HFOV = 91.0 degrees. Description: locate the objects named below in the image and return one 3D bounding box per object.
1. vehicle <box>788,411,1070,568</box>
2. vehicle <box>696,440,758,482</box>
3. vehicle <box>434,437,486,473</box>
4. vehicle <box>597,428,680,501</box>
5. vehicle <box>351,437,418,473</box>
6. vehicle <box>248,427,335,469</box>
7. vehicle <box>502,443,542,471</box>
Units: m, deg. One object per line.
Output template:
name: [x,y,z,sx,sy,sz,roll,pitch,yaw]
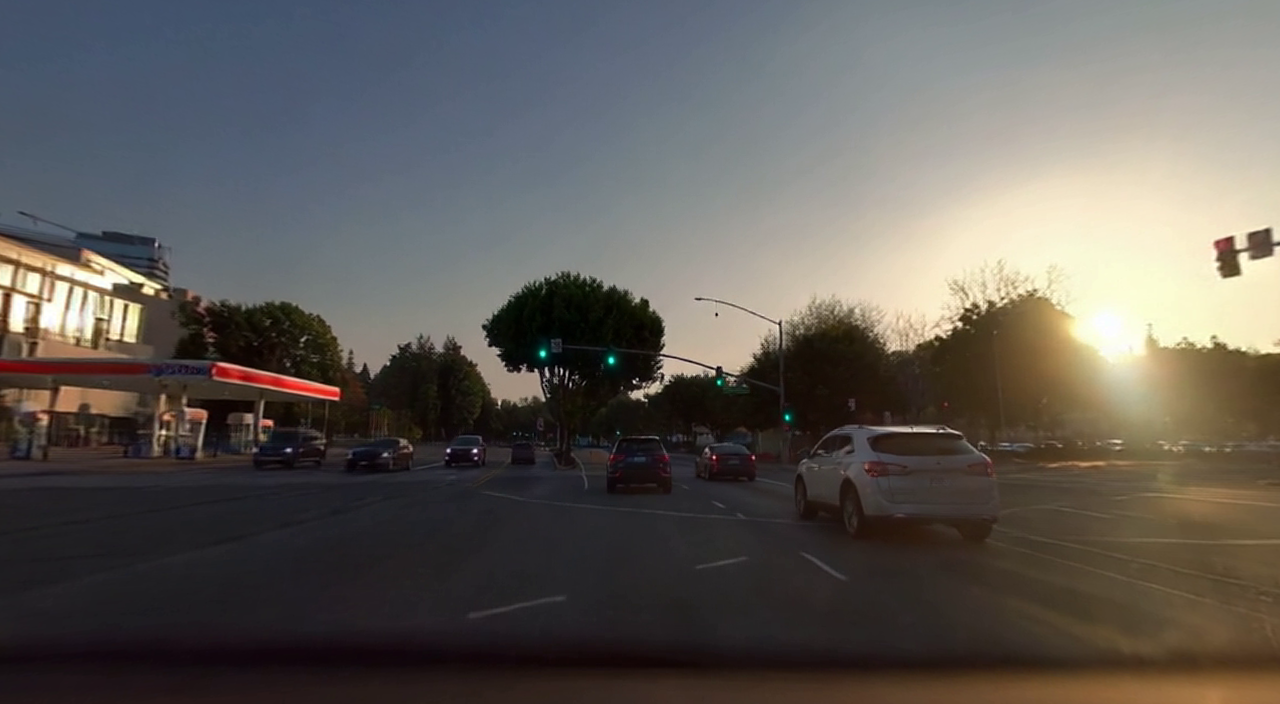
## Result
vehicle: [3.770,1.853,9.261,2.000,1.745,4.206,0,-8,-2]
vehicle: [3.539,4.475,26.168,1.800,1.592,3.658,1,-8,-4]
vehicle: [-9.463,5.417,33.413,1.992,1.755,4.283,1,-8,-7]
vehicle: [-0.079,3.100,17.803,2.051,1.798,4.168,0,-8,-1]
vehicle: [-12.877,5.208,32.007,2.023,1.671,4.174,1,-8,-6]
vehicle: [-20.008,5.537,36.483,2.460,2.257,5.387,1,-8,-7]
vehicle: [-6.599,5.893,35.597,1.987,1.505,4.337,1,-8,-8]
